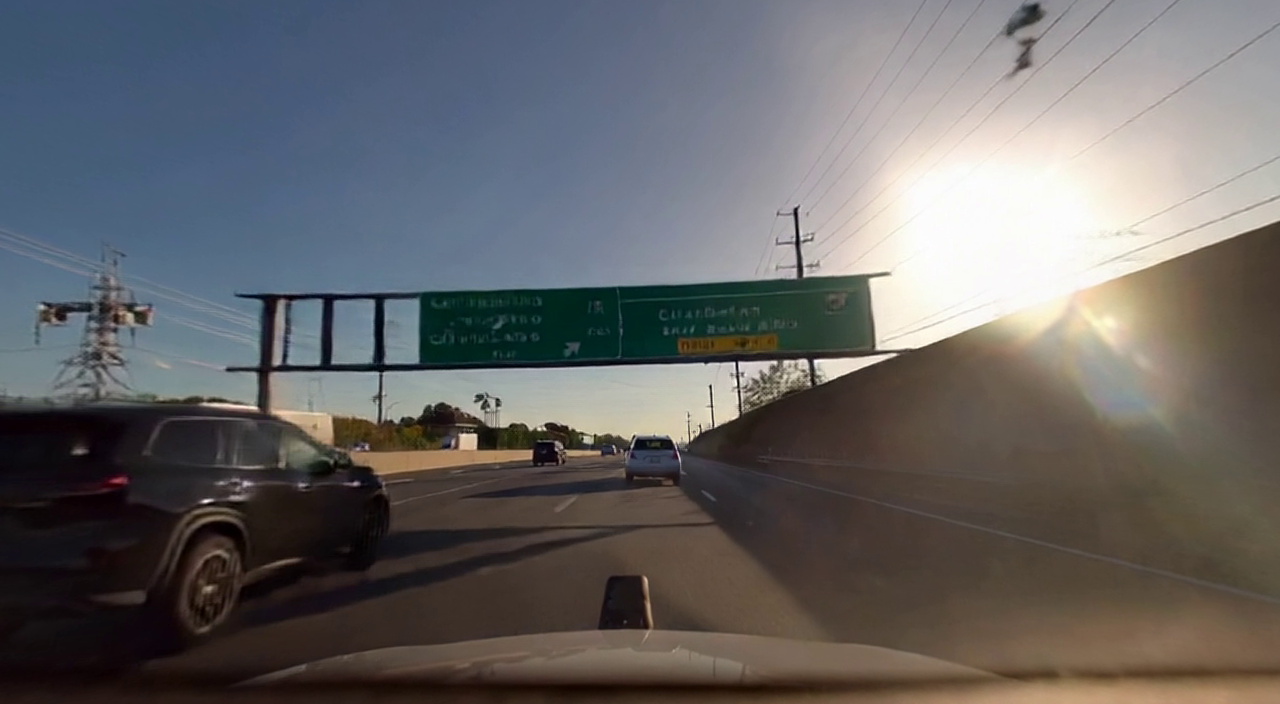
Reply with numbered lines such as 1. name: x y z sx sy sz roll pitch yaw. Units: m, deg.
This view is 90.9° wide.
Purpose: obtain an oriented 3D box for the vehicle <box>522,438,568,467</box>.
1. vehicle: -6.230 6.658 41.894 2.220 1.841 4.516 0 -9 2

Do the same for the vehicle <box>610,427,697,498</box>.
1. vehicle: 0.326 3.029 17.630 2.134 1.733 4.049 0 -9 0

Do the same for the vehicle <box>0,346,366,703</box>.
1. vehicle: -3.965 1.094 4.376 2.125 1.764 4.393 0 -9 0
